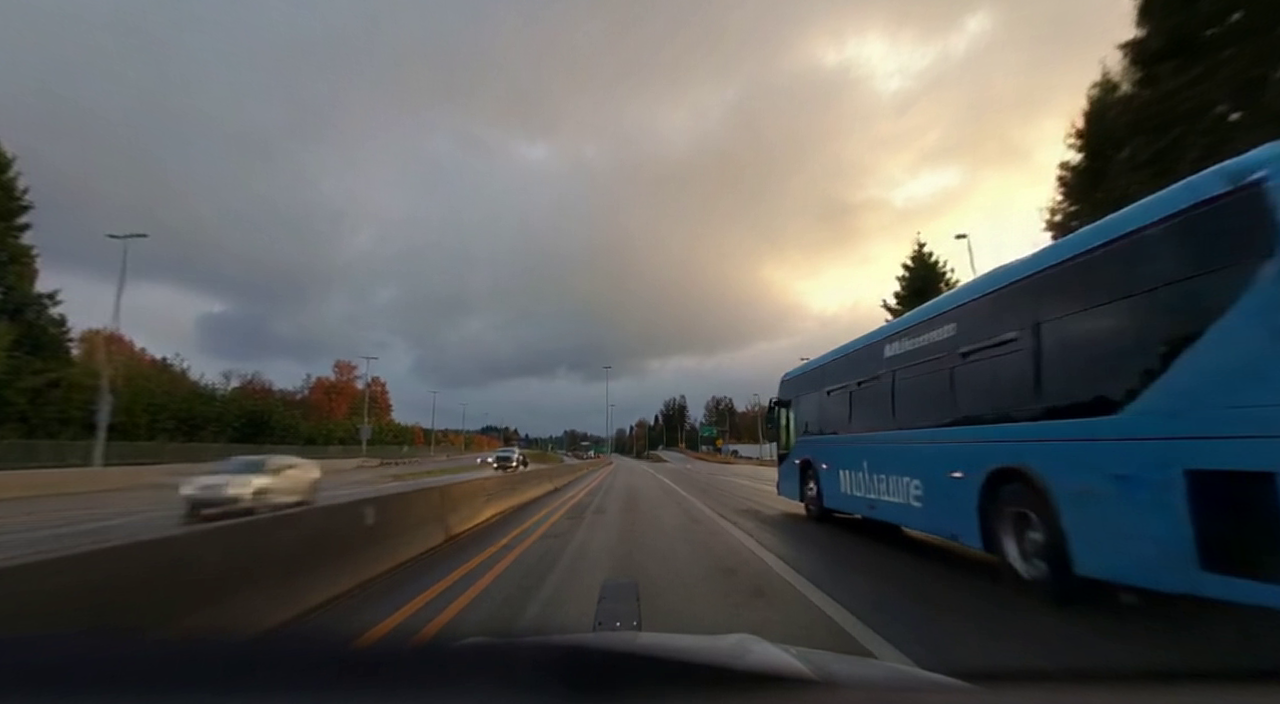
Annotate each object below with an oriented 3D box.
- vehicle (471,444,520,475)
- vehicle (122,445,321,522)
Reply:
[{"bbox_3d":[-9.246,6.894,40.489,2.033,1.845,4.537,0,-8,0],"label":"vehicle"},{"bbox_3d":[-9.197,2.874,14.249,1.868,1.477,3.860,0,-8,-1],"label":"vehicle"}]
